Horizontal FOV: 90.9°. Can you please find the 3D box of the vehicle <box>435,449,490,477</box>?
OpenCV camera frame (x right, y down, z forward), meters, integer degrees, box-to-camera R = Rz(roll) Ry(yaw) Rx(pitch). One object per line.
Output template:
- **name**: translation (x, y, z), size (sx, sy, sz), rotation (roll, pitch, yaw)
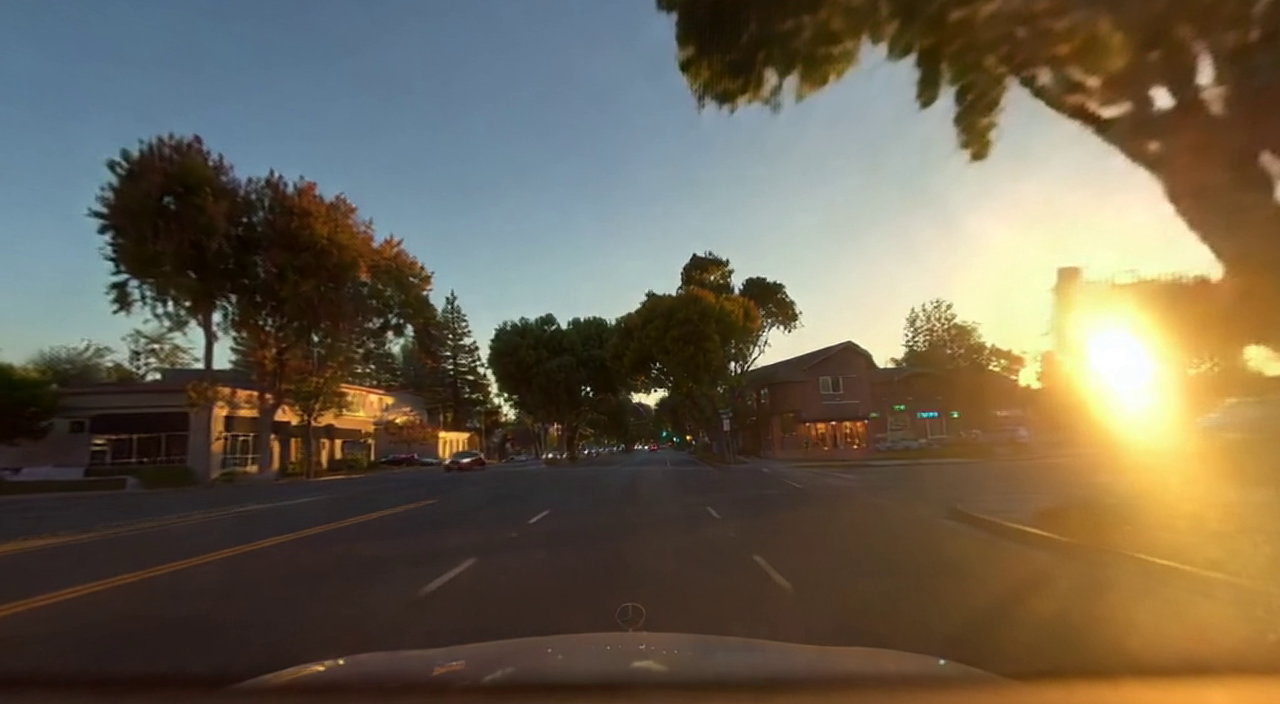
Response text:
- **vehicle**: translation (-11.165, 6.974, 39.927), size (2.033, 1.497, 4.567), rotation (-4, -9, 1)
